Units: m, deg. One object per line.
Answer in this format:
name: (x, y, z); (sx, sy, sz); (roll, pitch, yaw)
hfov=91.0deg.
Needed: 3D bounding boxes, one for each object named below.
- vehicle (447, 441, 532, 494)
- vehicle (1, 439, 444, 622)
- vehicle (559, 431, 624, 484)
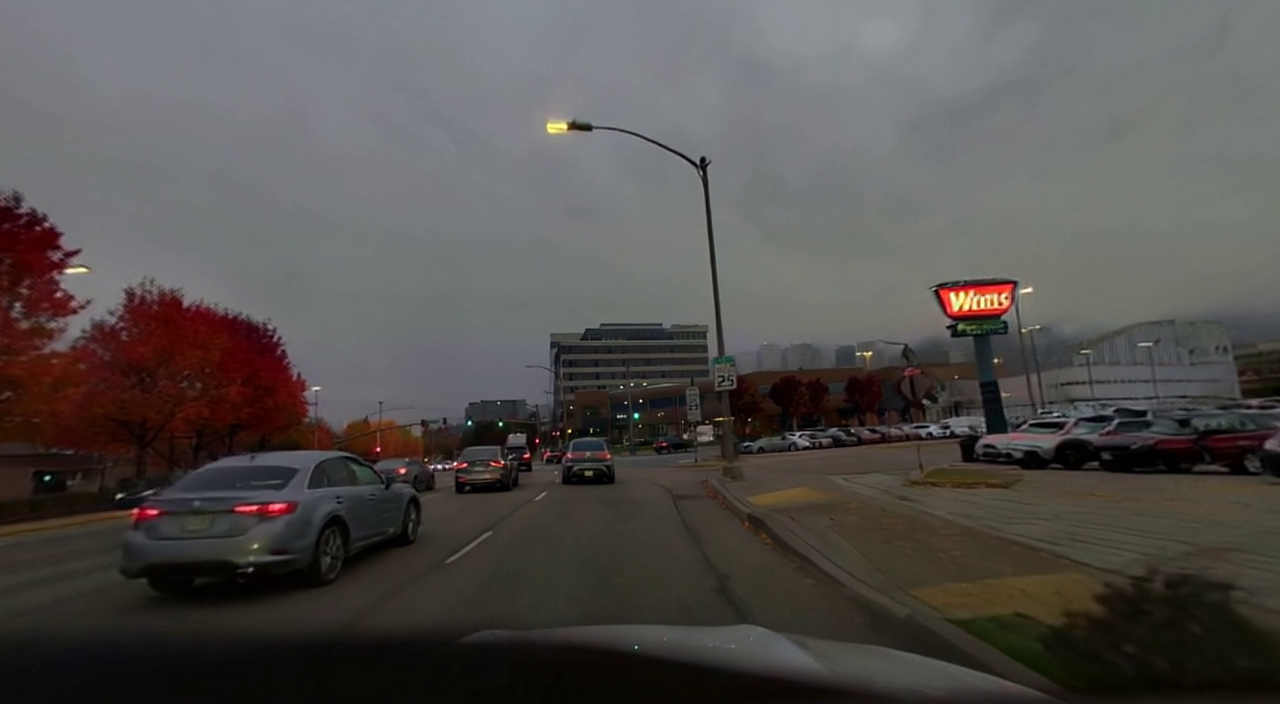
vehicle: (-4.881, 3.800, 21.131); (1.974, 1.549, 4.603); (1, -9, -4)
vehicle: (-4.358, 1.919, 8.039); (2.090, 1.506, 5.326); (1, -9, -1)
vehicle: (-1.823, 3.838, 23.106); (2.144, 1.704, 4.028); (1, -9, -6)
